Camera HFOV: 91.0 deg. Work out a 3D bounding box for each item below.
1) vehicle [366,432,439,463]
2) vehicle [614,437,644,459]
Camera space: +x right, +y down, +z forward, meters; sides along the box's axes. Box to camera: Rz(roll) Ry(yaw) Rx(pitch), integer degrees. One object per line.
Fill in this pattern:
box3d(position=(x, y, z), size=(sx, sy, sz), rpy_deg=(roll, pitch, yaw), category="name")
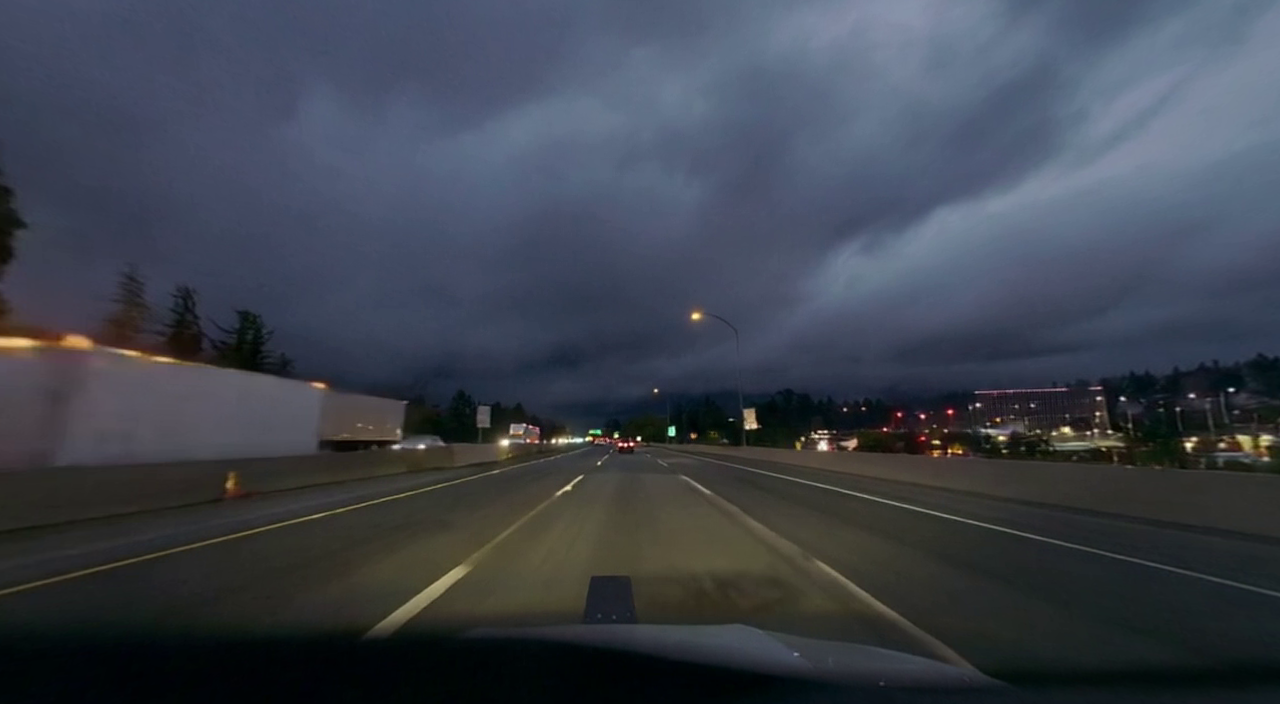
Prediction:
box3d(position=(-12.380, 5.007, 33.166), size=(2.005, 1.497, 4.746), rpy_deg=(-1, -8, 0), category="vehicle")
box3d(position=(-0.856, 7.044, 46.085), size=(2.099, 1.504, 3.843), rpy_deg=(0, -8, -2), category="vehicle")
